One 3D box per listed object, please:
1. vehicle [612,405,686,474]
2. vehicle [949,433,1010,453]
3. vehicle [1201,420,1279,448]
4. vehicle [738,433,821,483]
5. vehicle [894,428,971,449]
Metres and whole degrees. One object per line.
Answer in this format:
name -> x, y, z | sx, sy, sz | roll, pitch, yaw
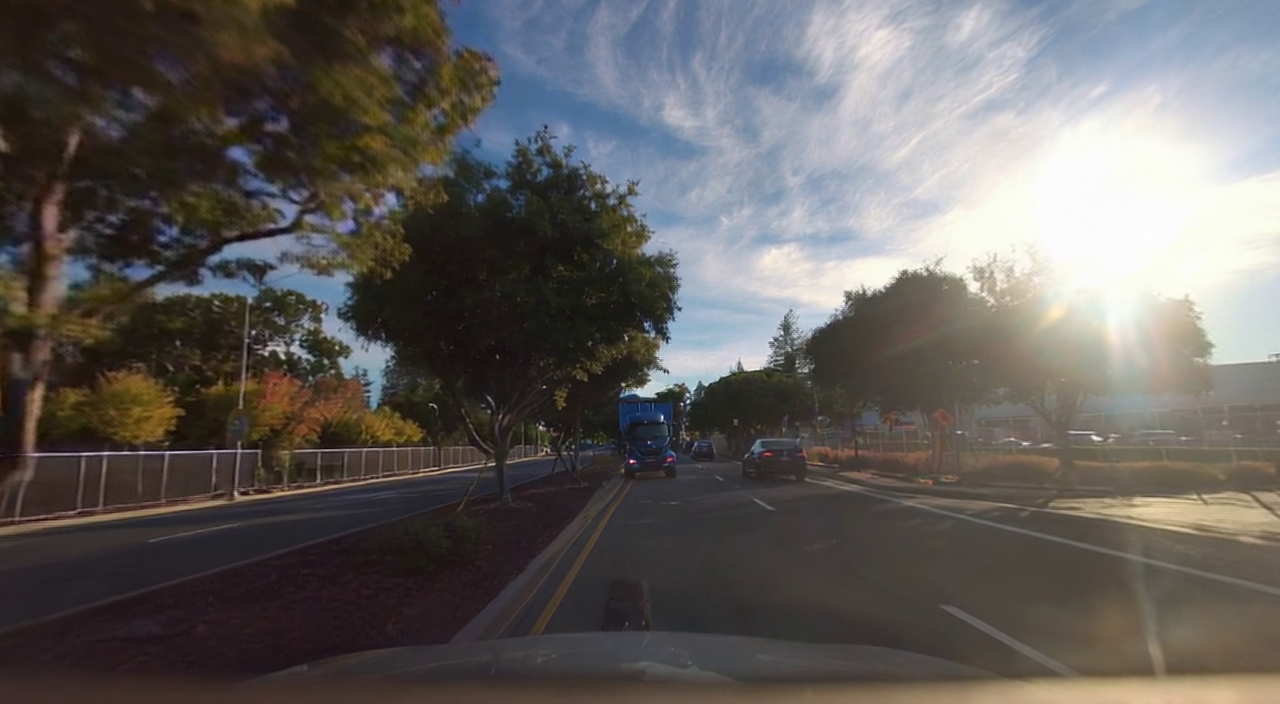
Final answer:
vehicle -> 0.506, 4.308, 30.973 | 3.197, 2.963, 7.055 | 0, -8, 2
vehicle -> 23.343, 6.270, 43.370 | 3.251, 1.321, 1.555 | -1, -9, 0
vehicle -> 43.517, 5.960, 45.676 | 2.050, 1.801, 5.143 | -5, -8, 15
vehicle -> 5.002, 3.864, 23.316 | 2.076, 1.661, 4.524 | 0, -8, 0
vehicle -> 22.771, 6.761, 49.174 | 4.995, 1.543, 1.899 | 0, -9, 1
